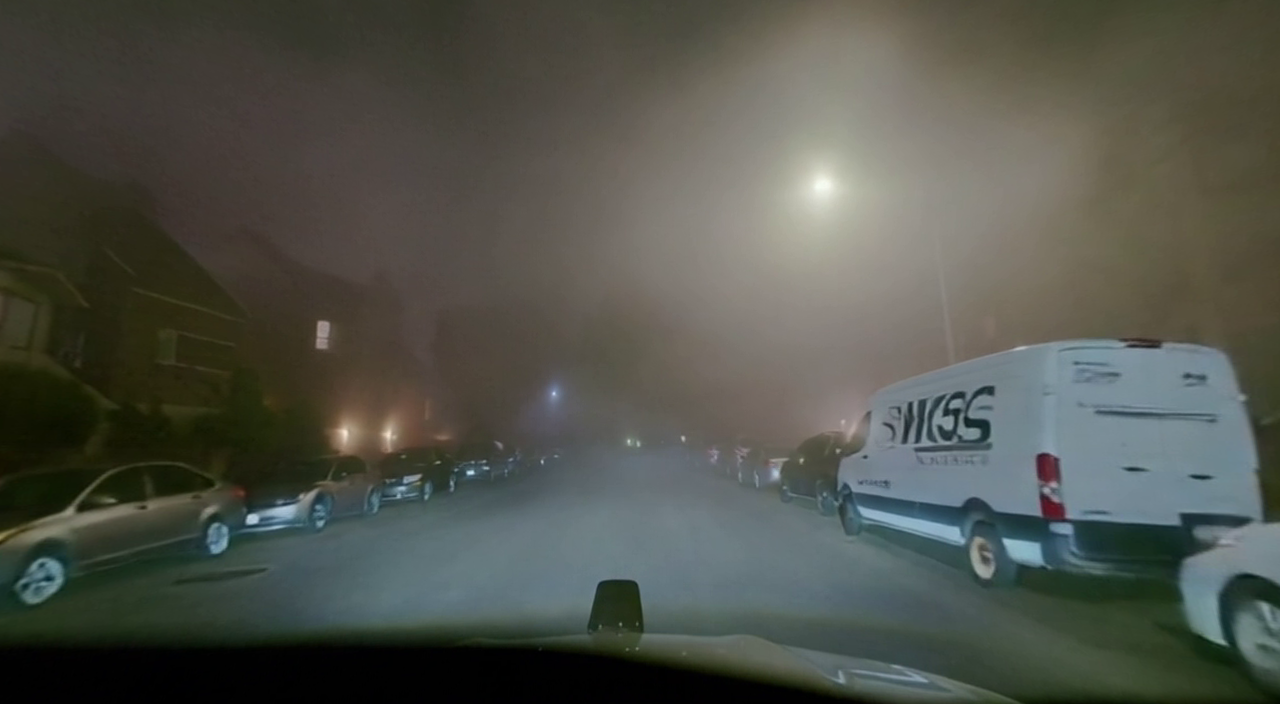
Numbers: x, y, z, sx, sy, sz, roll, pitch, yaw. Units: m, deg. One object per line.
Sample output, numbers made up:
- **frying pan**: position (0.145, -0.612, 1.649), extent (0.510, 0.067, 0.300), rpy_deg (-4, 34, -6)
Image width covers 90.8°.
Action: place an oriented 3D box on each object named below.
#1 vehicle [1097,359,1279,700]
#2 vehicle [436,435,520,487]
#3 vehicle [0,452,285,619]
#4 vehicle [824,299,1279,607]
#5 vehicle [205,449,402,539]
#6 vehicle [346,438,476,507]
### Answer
- **vehicle**: position (4.301, 0.659, 1.505), extent (1.907, 1.768, 6.059), rpy_deg (0, -8, 0)
- **vehicle**: position (-6.950, 4.727, 27.884), extent (2.195, 2.023, 6.055), rpy_deg (0, -8, -1)
- **vehicle**: position (-6.782, 2.015, 7.894), extent (1.869, 1.467, 4.921), rpy_deg (0, -8, 0)
- **vehicle**: position (4.535, 1.259, 8.388), extent (2.178, 2.656, 5.712), rpy_deg (0, -9, -3)
- **vehicle**: position (-6.847, 2.867, 13.577), extent (1.828, 1.468, 4.738), rpy_deg (-2, -8, -3)
- **vehicle**: position (-6.954, 3.678, 19.968), extent (2.162, 1.846, 5.426), rpy_deg (0, -8, -1)
